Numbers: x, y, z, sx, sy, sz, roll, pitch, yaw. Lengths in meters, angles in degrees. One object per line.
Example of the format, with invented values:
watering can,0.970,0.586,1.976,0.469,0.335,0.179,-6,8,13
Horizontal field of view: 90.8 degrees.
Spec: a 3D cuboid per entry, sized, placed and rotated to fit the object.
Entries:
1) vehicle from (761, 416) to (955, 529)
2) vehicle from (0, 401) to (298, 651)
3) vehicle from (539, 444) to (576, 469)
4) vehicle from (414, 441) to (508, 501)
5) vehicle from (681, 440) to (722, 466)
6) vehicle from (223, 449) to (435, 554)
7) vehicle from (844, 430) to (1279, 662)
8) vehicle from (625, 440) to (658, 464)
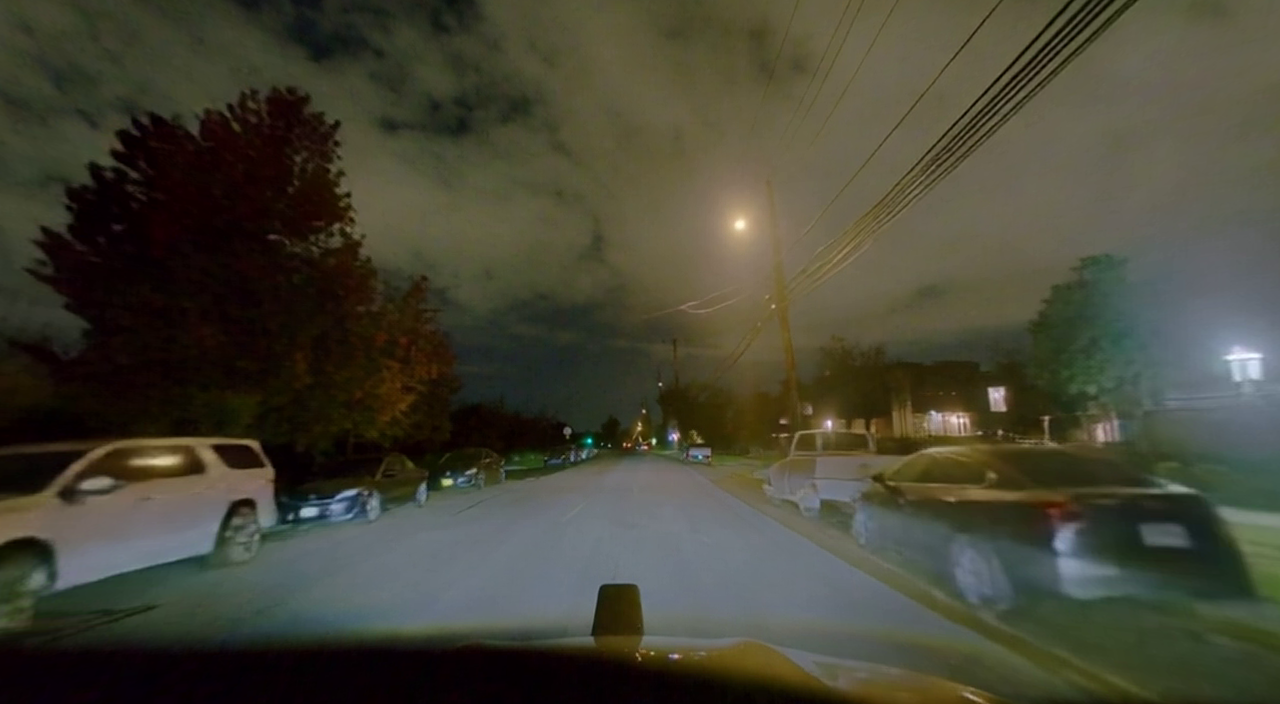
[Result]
vehicle,3.804,2.193,12.040,2.108,1.719,4.339,0,-8,0
vehicle,-5.840,1.563,6.436,2.115,1.820,5.002,-3,-7,-2
vehicle,-6.050,7.685,46.890,2.094,1.433,5.740,-4,-7,-2
vehicle,-6.034,3.999,21.898,1.769,1.572,4.990,-4,-6,0
vehicle,3.961,6.586,41.379,2.144,1.572,5.026,0,-8,0
vehicle,-6.031,2.895,13.106,1.930,1.456,4.965,-3,-7,0
vehicle,3.699,1.545,6.302,1.789,1.435,4.499,0,-8,0
vehicle,0.067,6.681,42.429,2.062,1.509,4.305,0,-8,-1
